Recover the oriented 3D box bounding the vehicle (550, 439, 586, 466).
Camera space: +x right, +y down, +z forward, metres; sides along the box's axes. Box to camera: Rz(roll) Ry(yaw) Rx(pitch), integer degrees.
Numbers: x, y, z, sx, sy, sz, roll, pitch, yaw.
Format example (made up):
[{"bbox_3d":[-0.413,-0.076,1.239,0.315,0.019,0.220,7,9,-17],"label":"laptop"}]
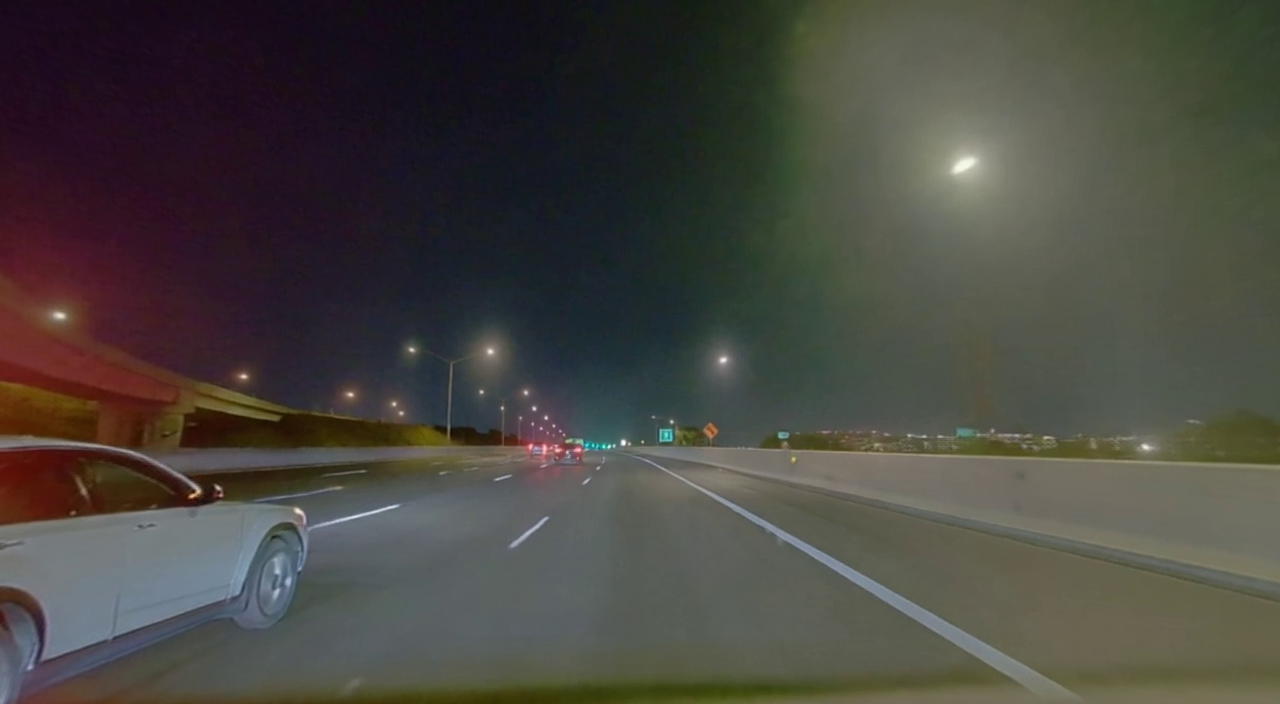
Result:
[{"bbox_3d":[-4.607,6.471,40.998,1.971,1.643,4.009,0,-8,-2],"label":"vehicle"}]
